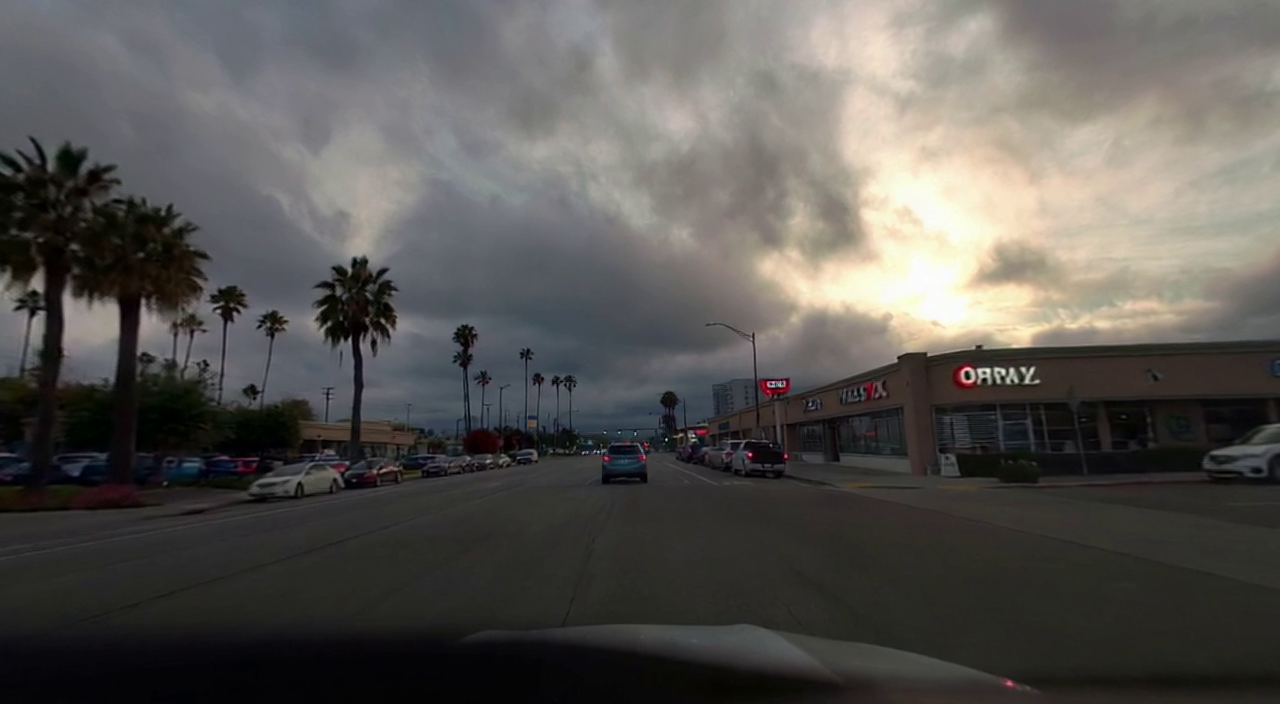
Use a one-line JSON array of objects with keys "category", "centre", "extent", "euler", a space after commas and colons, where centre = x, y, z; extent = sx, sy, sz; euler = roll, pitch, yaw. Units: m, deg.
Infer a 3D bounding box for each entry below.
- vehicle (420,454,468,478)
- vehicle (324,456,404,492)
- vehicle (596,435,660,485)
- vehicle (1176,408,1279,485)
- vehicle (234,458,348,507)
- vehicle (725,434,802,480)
[{"category": "vehicle", "centre": [-13.292, 7.730, 42.959], "extent": [1.840, 1.521, 4.450], "euler": [0, -9, 1]}, {"category": "vehicle", "centre": [-13.336, 5.886, 30.743], "extent": [1.968, 1.472, 4.345], "euler": [-2, -9, 0]}, {"category": "vehicle", "centre": [-0.440, 4.120, 24.276], "extent": [2.239, 1.763, 4.096], "euler": [0, -9, 0]}, {"category": "vehicle", "centre": [19.061, 2.656, 18.063], "extent": [5.096, 2.029, 2.324], "euler": [-2, -9, 0]}, {"category": "vehicle", "centre": [-13.201, 4.926, 24.173], "extent": [1.881, 1.484, 4.565], "euler": [-4, -9, -1]}, {"category": "vehicle", "centre": [5.605, 4.894, 29.537], "extent": [2.430, 1.924, 5.779], "euler": [0, -9, 0]}]
